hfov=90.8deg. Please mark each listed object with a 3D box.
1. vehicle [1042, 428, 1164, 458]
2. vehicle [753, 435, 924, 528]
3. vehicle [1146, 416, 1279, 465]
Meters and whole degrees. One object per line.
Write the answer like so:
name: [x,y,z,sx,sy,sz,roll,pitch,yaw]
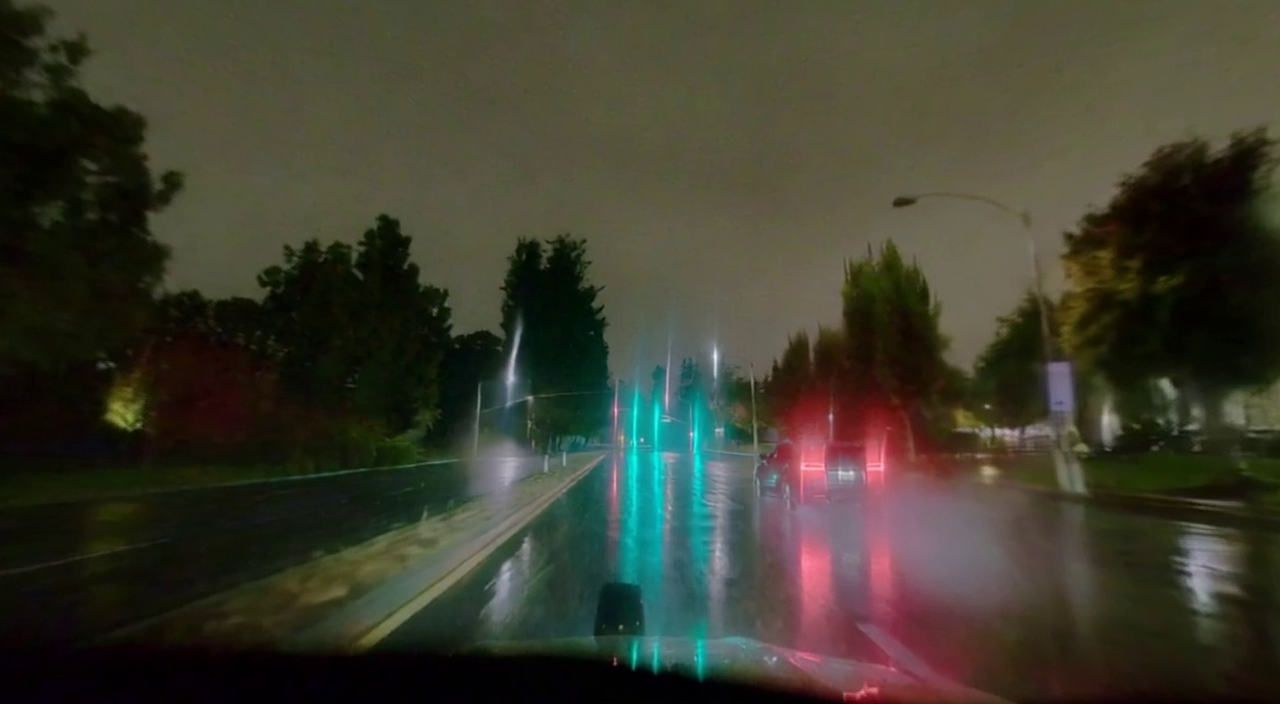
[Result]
vehicle: [26.301,5.207,36.060,5.085,1.657,2.372,0,-9,0]
vehicle: [3.528,2.370,12.118,1.852,1.453,4.083,0,-9,-2]
vehicle: [25.801,3.943,28.120,4.733,2.074,2.022,0,-9,-1]
